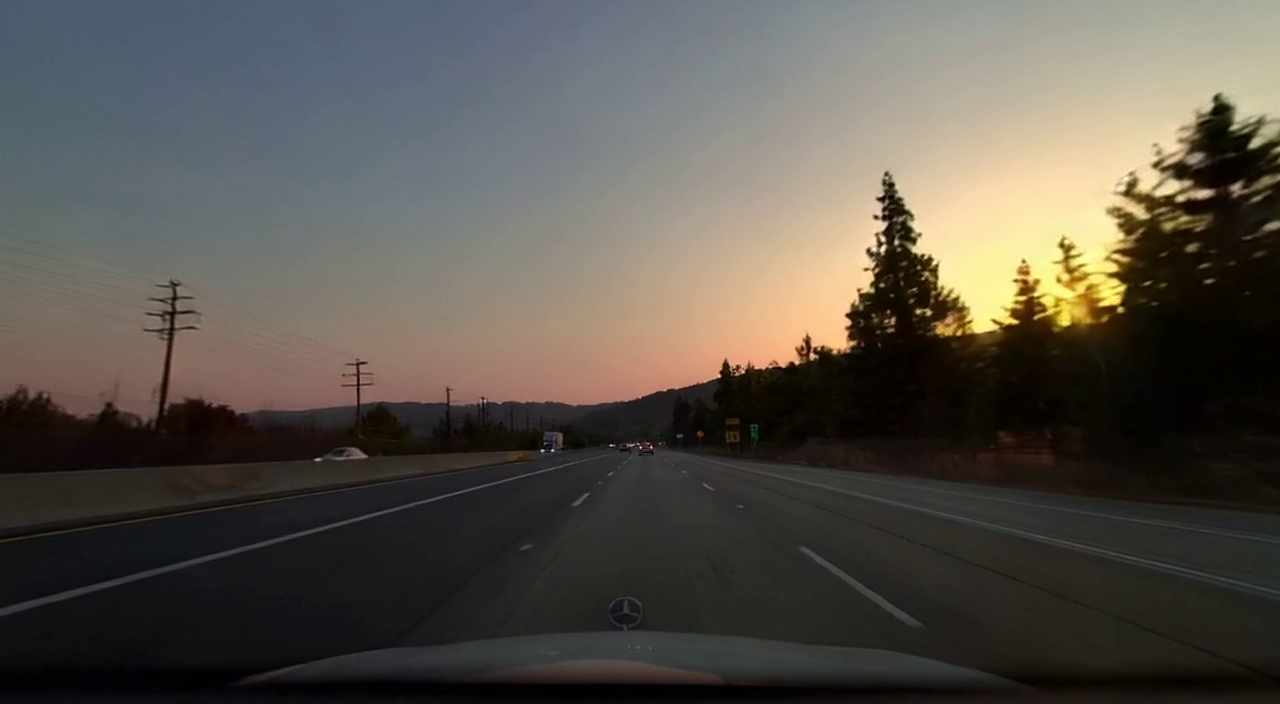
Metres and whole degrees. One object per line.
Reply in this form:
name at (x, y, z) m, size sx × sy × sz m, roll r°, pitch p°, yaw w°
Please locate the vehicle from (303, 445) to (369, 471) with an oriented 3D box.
vehicle at (-21.250, 7.373, 44.325) m, size 2.028 × 1.699 × 4.936 m, roll 0°, pitch -8°, yaw 1°
